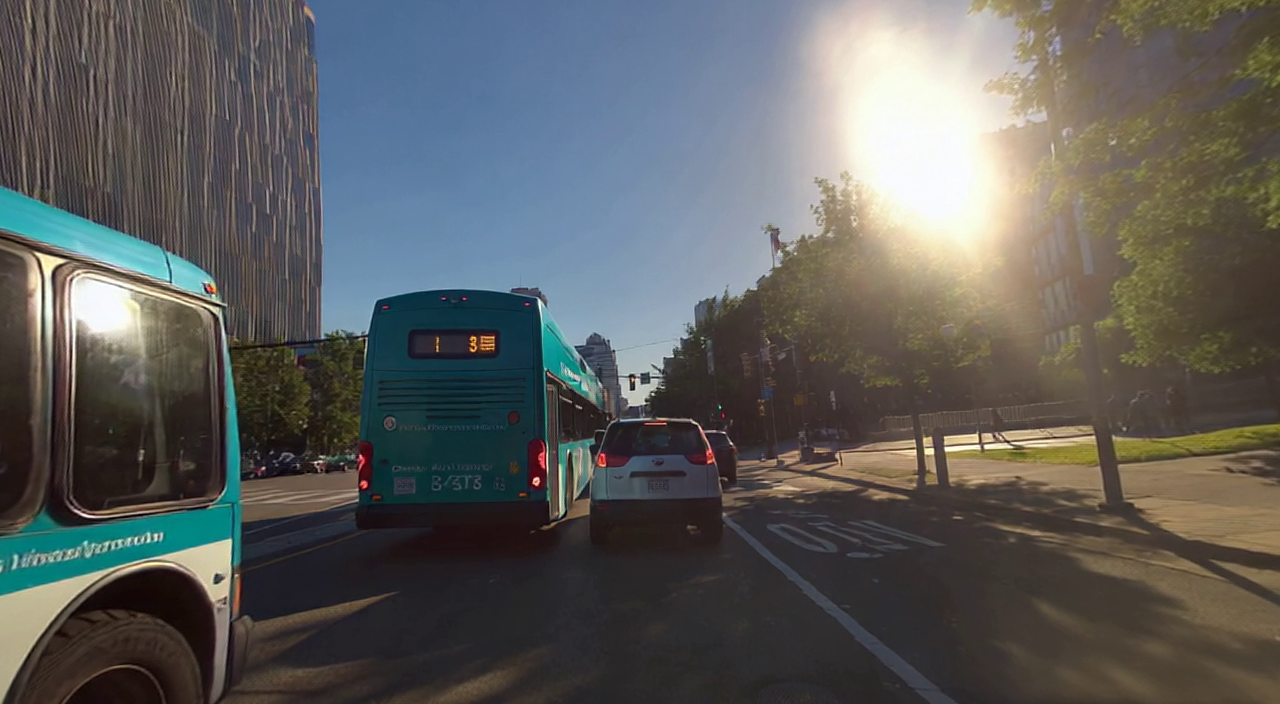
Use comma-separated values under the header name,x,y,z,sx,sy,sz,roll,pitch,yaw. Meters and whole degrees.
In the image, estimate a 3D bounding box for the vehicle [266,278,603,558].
name,x,y,z,sx,sy,sz,roll,pitch,yaw
vehicle,-2.887,1.789,14.562,3.042,3.445,13.615,0,-9,1

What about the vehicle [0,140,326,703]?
name,x,y,z,sx,sy,sz,roll,pitch,yaw
vehicle,-2.755,0.332,0.234,2.329,2.089,5.659,0,-9,0

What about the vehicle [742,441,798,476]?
name,x,y,z,sx,sy,sz,roll,pitch,yaw
vehicle,6.177,5.100,30.456,1.919,1.529,4.059,0,-9,1

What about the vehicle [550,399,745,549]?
name,x,y,z,sx,sy,sz,roll,pitch,yaw
vehicle,0.125,1.901,10.344,2.500,1.912,4.270,0,-9,1
